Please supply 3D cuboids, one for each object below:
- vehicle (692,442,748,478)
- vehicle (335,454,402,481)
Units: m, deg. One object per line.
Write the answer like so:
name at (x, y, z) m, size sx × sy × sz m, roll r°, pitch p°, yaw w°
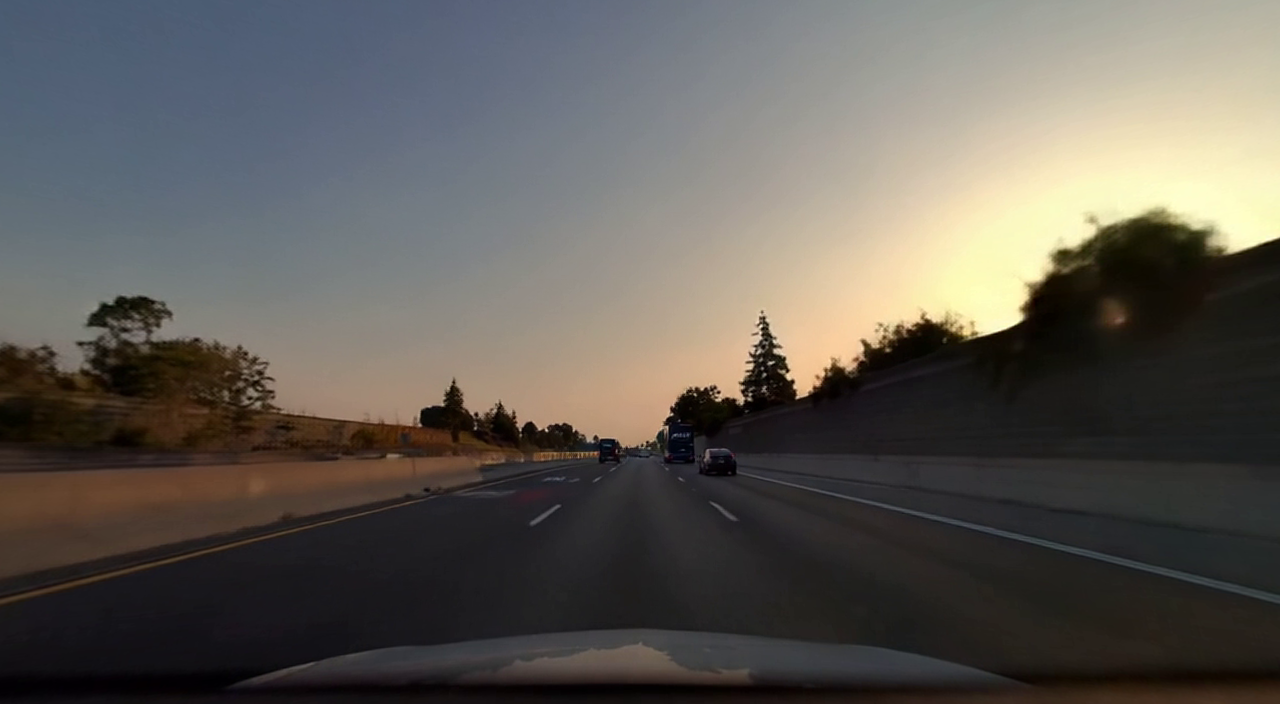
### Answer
vehicle at (3.832, 5.262, 30.976) m, size 2.066 × 1.638 × 4.158 m, roll 0°, pitch -9°, yaw -1°
vehicle at (-16.246, 6.899, 37.977) m, size 1.963 × 1.432 × 4.455 m, roll -1°, pitch -9°, yaw 1°
